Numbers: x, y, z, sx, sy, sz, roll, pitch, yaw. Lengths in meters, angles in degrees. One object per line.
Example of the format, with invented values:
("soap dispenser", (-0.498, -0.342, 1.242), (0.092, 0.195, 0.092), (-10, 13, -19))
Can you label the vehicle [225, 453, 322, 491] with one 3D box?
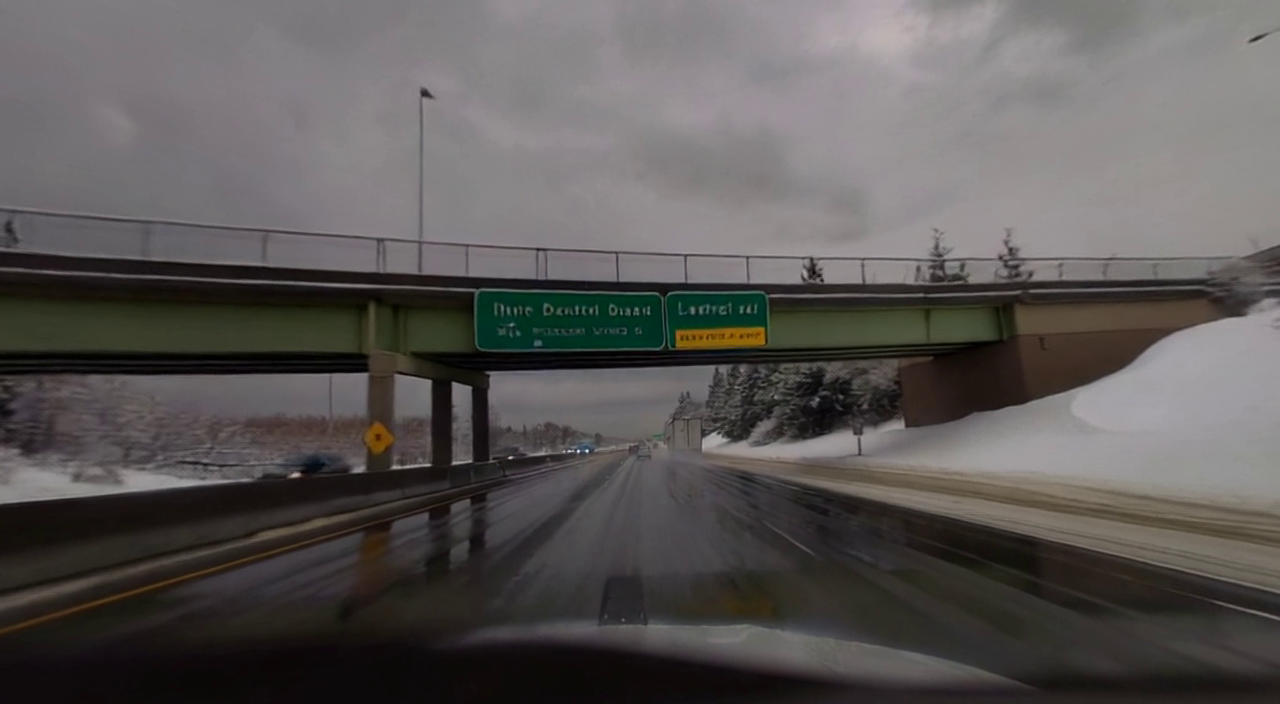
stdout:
("vehicle", (-15.652, 5.097, 27.154), (1.787, 1.464, 3.914), (0, -9, 0))
